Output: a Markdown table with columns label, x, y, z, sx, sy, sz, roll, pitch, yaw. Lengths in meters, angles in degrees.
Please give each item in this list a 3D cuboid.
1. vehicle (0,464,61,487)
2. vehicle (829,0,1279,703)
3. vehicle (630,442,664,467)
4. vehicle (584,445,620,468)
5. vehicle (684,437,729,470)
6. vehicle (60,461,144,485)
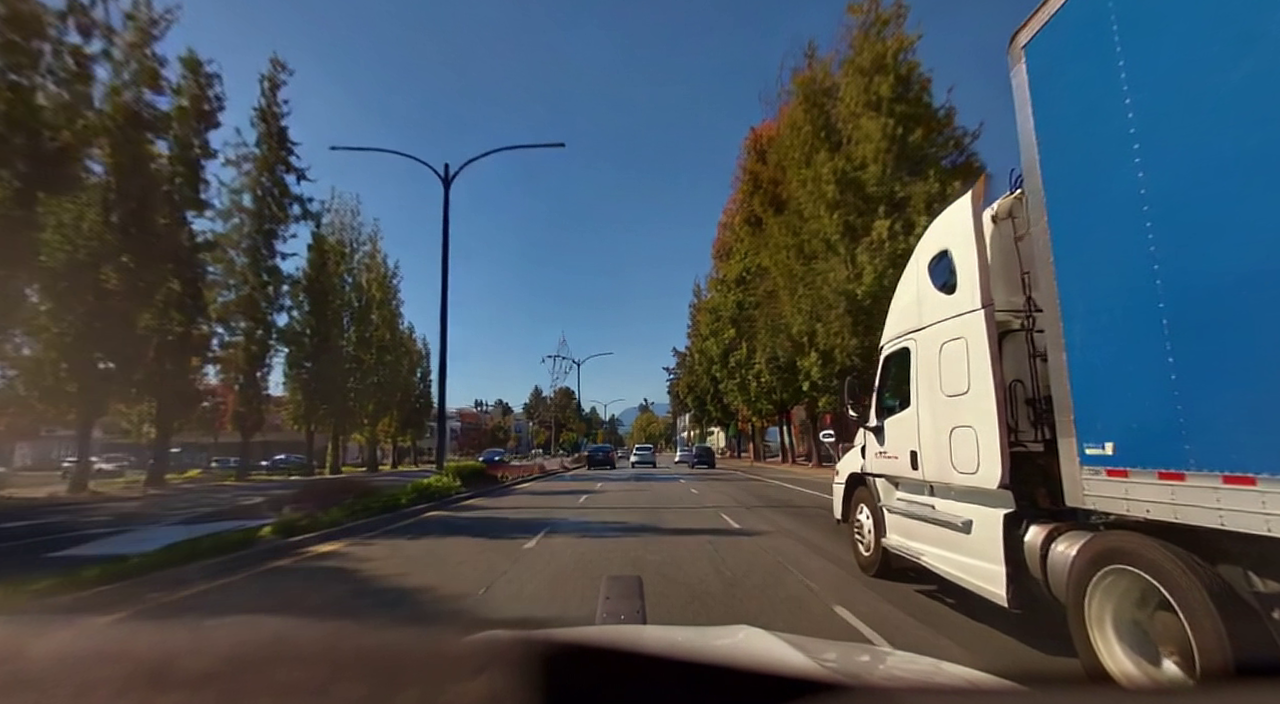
| label | x | y | z | sx | sy | sz | roll | pitch | yaw |
| --- | --- | --- | --- | --- | --- | --- | --- | --- | --- |
| vehicle | -42.832 | 8.494 | 43.526 | 1.897 | 1.429 | 3.741 | -1 | -8 | 3 |
| vehicle | 3.580 | -0.207 | 2.889 | 3.006 | 3.679 | 8.506 | -1 | -8 | 2 |
| vehicle | 0.506 | 7.231 | 44.597 | 2.276 | 1.704 | 3.925 | 0 | -8 | 1 |
| vehicle | -2.652 | 7.478 | 45.408 | 2.211 | 1.537 | 4.666 | 0 | -8 | 1 |
| vehicle | 4.017 | 6.230 | 38.804 | 2.196 | 1.908 | 4.412 | 0 | -8 | -1 |
| vehicle | -37.656 | 8.446 | 44.312 | 1.886 | 1.437 | 4.572 | 0 | -8 | 0 |
